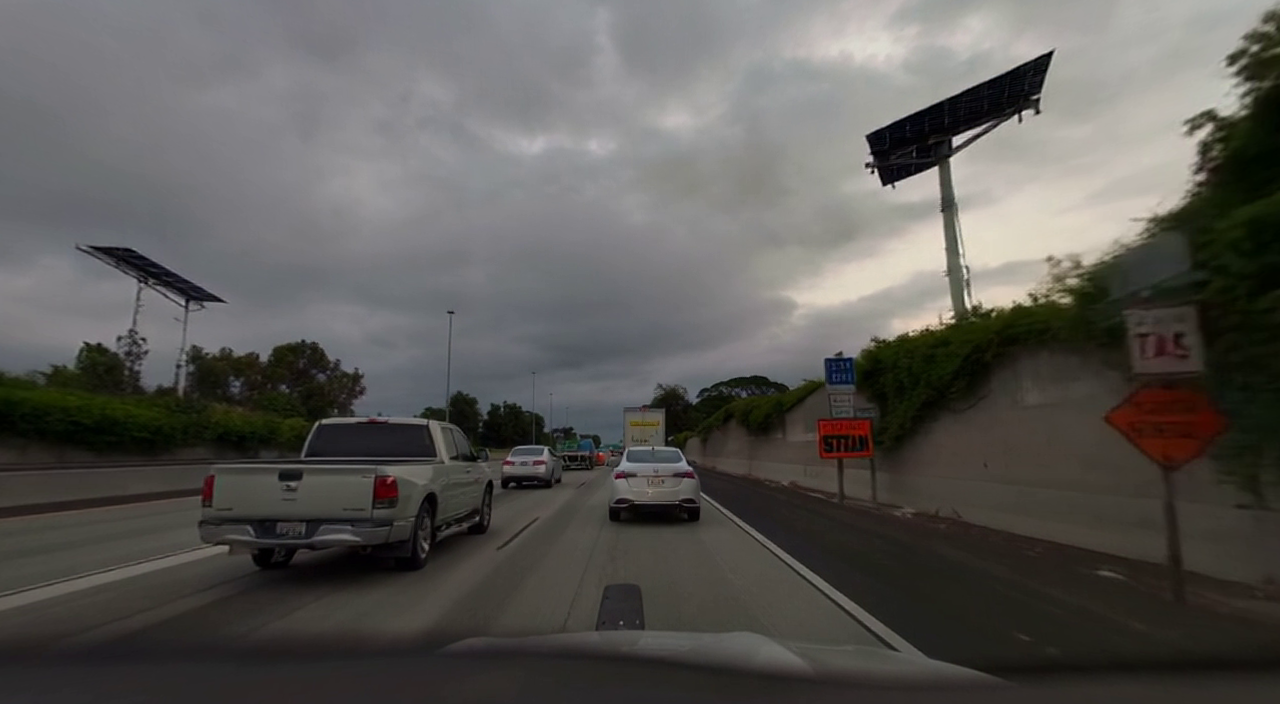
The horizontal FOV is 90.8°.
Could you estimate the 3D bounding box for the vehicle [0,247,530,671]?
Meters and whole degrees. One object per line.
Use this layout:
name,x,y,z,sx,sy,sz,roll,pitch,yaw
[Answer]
vehicle,-3.070,1.151,7.487,2.289,2.757,6.726,0,-9,0

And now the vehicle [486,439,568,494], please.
vehicle,-3.609,3.742,20.870,1.963,1.627,3.849,0,-9,0

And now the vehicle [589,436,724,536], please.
vehicle,0.227,2.318,11.418,2.063,1.507,3.488,0,-9,-1
